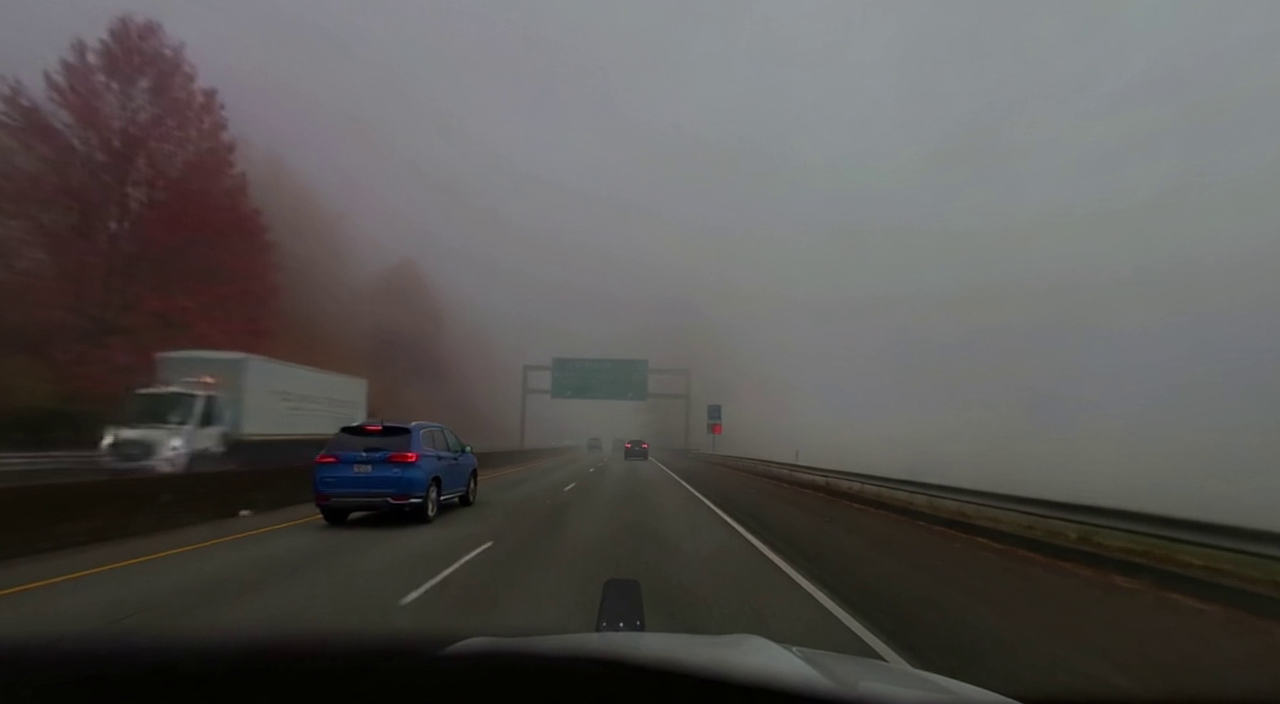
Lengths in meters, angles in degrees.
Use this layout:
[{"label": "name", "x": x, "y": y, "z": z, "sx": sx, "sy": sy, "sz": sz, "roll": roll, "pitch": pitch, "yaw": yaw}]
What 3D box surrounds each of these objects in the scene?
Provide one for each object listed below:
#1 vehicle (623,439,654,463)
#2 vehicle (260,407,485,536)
[{"label": "vehicle", "x": -0.120, "y": 6.483, "z": 41.413, "sx": 1.939, "sy": 1.497, "sz": 3.863, "roll": 0, "pitch": -8, "yaw": 0}, {"label": "vehicle", "x": -4.144, "y": 1.925, "z": 10.666, "sx": 1.924, "sy": 1.720, "sz": 4.195, "roll": 0, "pitch": -8, "yaw": 0}]
